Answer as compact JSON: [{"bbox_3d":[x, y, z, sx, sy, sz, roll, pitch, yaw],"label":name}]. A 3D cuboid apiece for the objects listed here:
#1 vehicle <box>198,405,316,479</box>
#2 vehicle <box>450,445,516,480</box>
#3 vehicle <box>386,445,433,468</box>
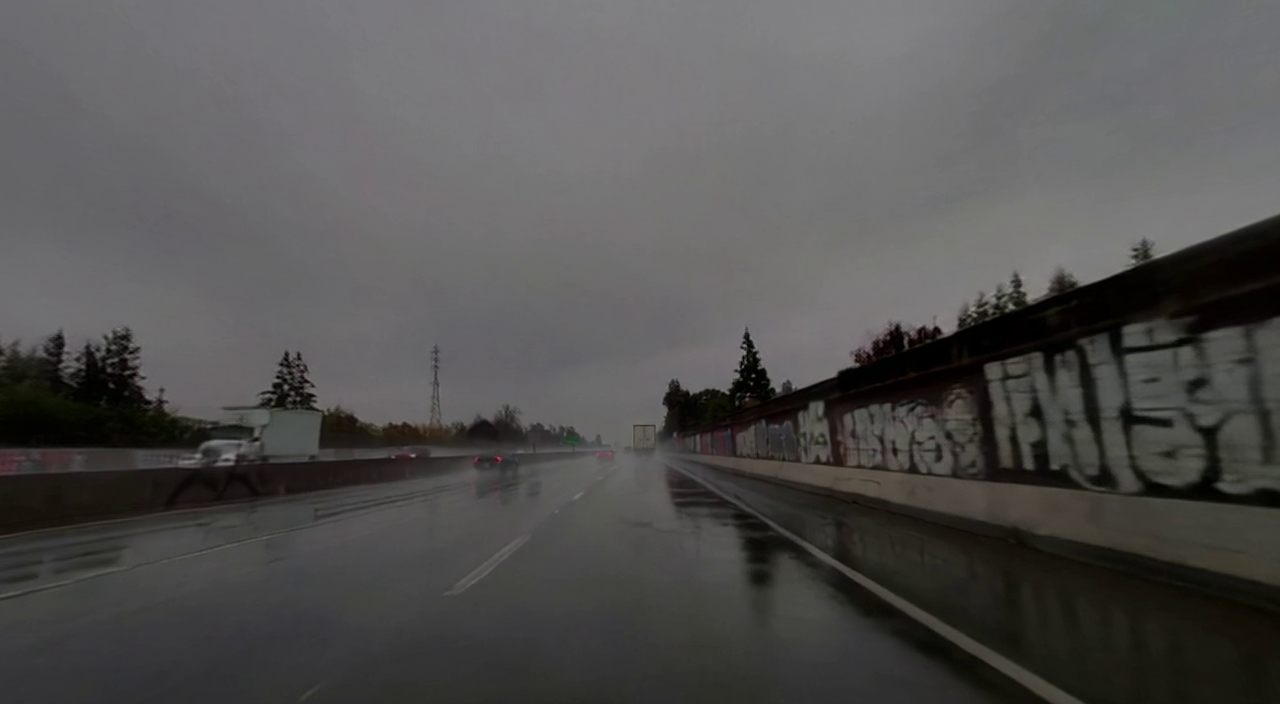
[{"bbox_3d":[-22.090,5.296,36.833,2.933,3.916,5.954,0,-9,0],"label":"vehicle"},{"bbox_3d":[-6.746,4.778,27.391,2.027,1.431,3.033,0,-9,0],"label":"vehicle"},{"bbox_3d":[-18.169,8.261,49.829,1.989,1.732,4.444,0,-9,1],"label":"vehicle"}]
